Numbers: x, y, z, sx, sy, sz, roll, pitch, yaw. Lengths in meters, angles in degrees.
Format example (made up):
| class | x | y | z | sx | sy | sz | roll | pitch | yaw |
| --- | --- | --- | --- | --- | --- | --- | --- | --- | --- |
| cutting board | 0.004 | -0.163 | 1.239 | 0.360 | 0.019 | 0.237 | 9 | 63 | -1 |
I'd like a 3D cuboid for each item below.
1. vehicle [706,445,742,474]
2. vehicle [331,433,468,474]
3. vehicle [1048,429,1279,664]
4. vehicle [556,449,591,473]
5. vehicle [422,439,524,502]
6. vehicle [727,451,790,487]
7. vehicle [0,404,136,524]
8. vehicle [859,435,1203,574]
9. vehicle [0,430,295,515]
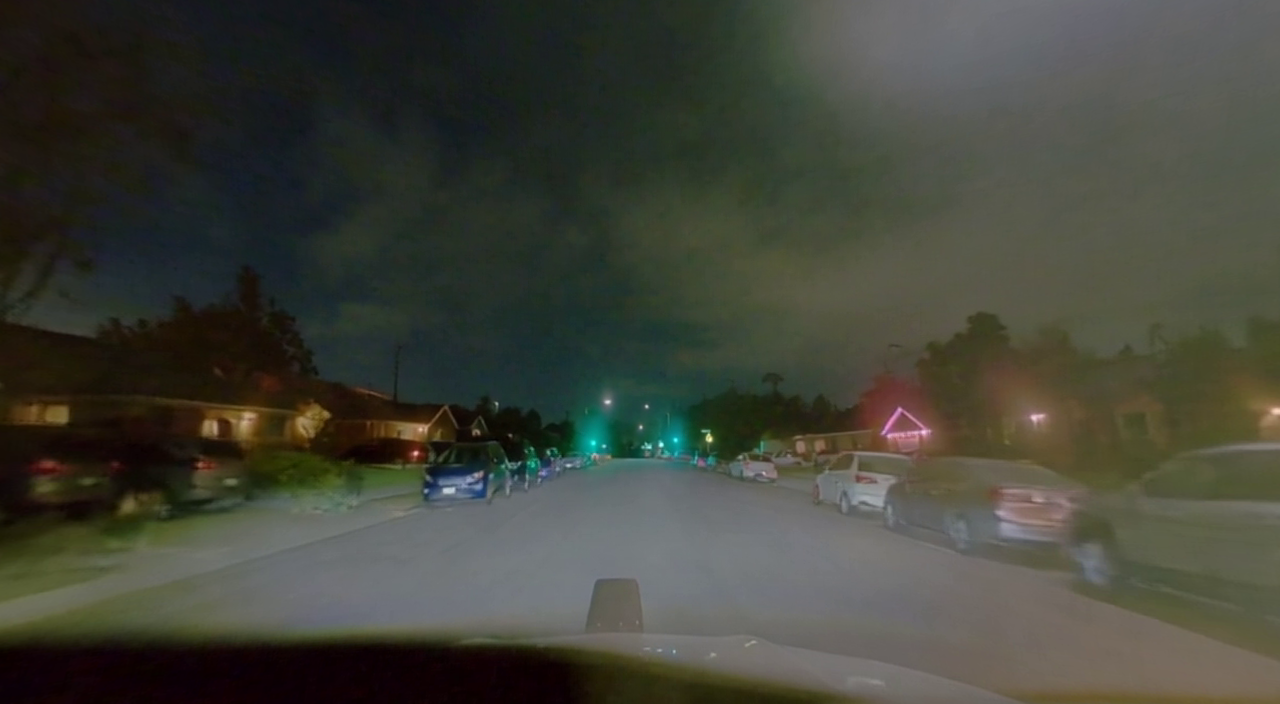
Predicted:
| class | x | y | z | sx | sy | sz | roll | pitch | yaw |
| --- | --- | --- | --- | --- | --- | --- | --- | --- | --- |
| vehicle | 5.626 | 7.263 | 42.787 | 1.959 | 1.828 | 4.175 | 0 | -9 | 1 |
| vehicle | -11.575 | 4.918 | 30.748 | 5.755 | 1.869 | 2.194 | 0 | -7 | -1 |
| vehicle | 5.251 | 1.352 | 4.468 | 1.826 | 1.566 | 4.307 | 0 | -9 | 0 |
| vehicle | -4.374 | 7.252 | 42.230 | 1.973 | 1.454 | 4.559 | 0 | -8 | -1 |
| vehicle | -4.649 | 3.363 | 18.181 | 1.983 | 1.579 | 3.879 | 0 | -10 | -2 |
| vehicle | 5.190 | 5.177 | 28.268 | 1.847 | 1.448 | 4.162 | 1 | -9 | -3 |
| vehicle | -11.130 | 1.758 | 10.345 | 3.899 | 1.730 | 2.026 | 2 | -10 | 1 |
| vehicle | 5.339 | 2.111 | 9.724 | 2.063 | 1.573 | 4.900 | 0 | -9 | -1 |
| vehicle | -9.909 | 2.460 | 12.938 | 4.521 | 1.562 | 1.990 | -1 | -10 | 4 |
